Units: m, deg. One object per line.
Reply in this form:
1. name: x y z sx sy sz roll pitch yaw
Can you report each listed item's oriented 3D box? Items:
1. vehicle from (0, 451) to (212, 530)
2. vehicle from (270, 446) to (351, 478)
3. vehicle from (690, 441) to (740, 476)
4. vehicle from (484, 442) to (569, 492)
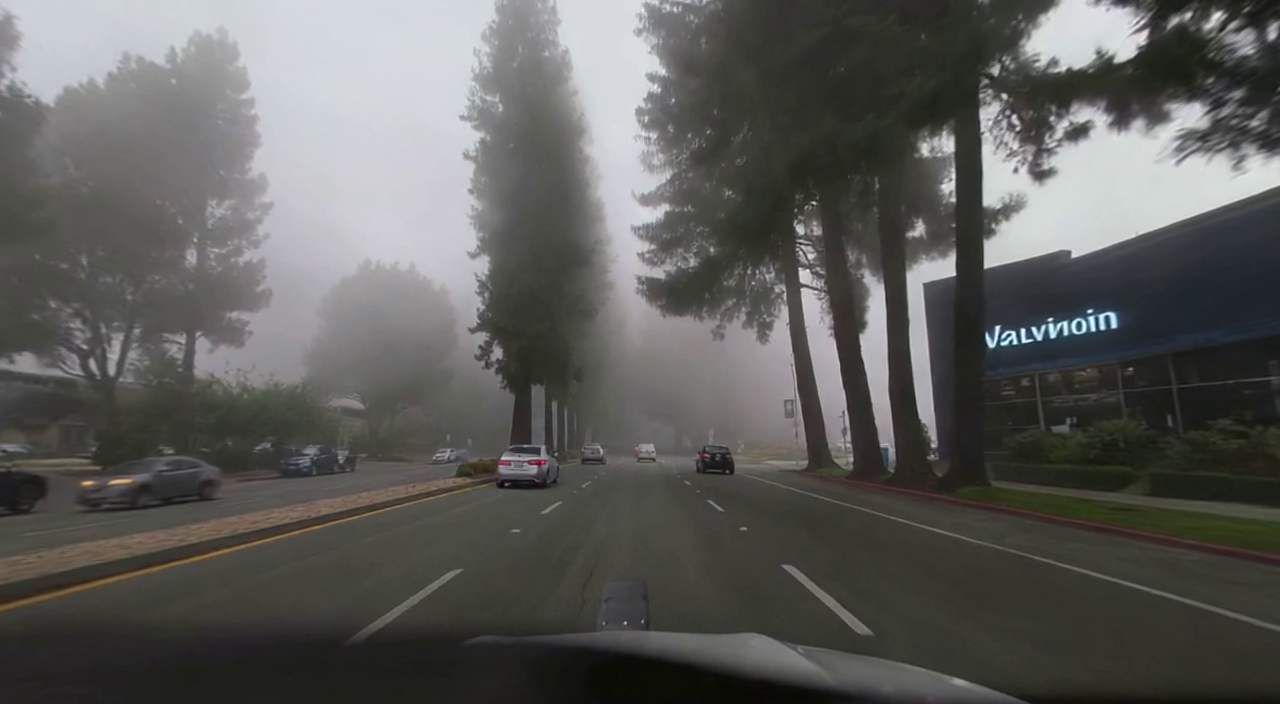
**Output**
1. vehicle: -12.336 3.011 14.349 1.970 1.458 4.473 0 -8 1
2. vehicle: -22.638 7.544 43.647 2.235 2.061 5.936 0 -8 2
3. vehicle: 3.547 5.101 30.421 1.922 1.579 3.642 0 -8 -1
4. vehicle: -3.673 3.804 21.251 1.908 1.481 4.536 0 -8 1
